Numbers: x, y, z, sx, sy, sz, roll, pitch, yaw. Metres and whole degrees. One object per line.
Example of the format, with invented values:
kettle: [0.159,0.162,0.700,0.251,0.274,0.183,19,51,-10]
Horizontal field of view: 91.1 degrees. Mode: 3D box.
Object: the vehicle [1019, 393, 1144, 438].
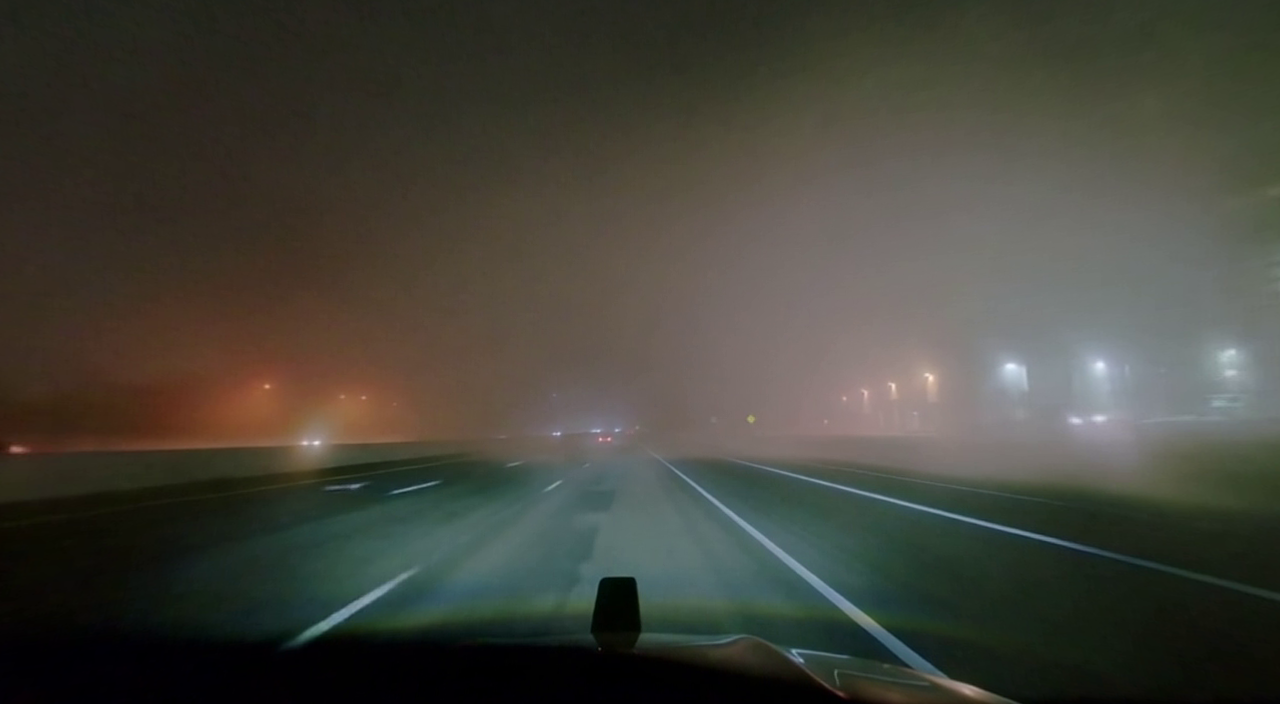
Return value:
vehicle: [19.392,2.906,27.926,1.988,1.834,4.810,0,-8,-1]
